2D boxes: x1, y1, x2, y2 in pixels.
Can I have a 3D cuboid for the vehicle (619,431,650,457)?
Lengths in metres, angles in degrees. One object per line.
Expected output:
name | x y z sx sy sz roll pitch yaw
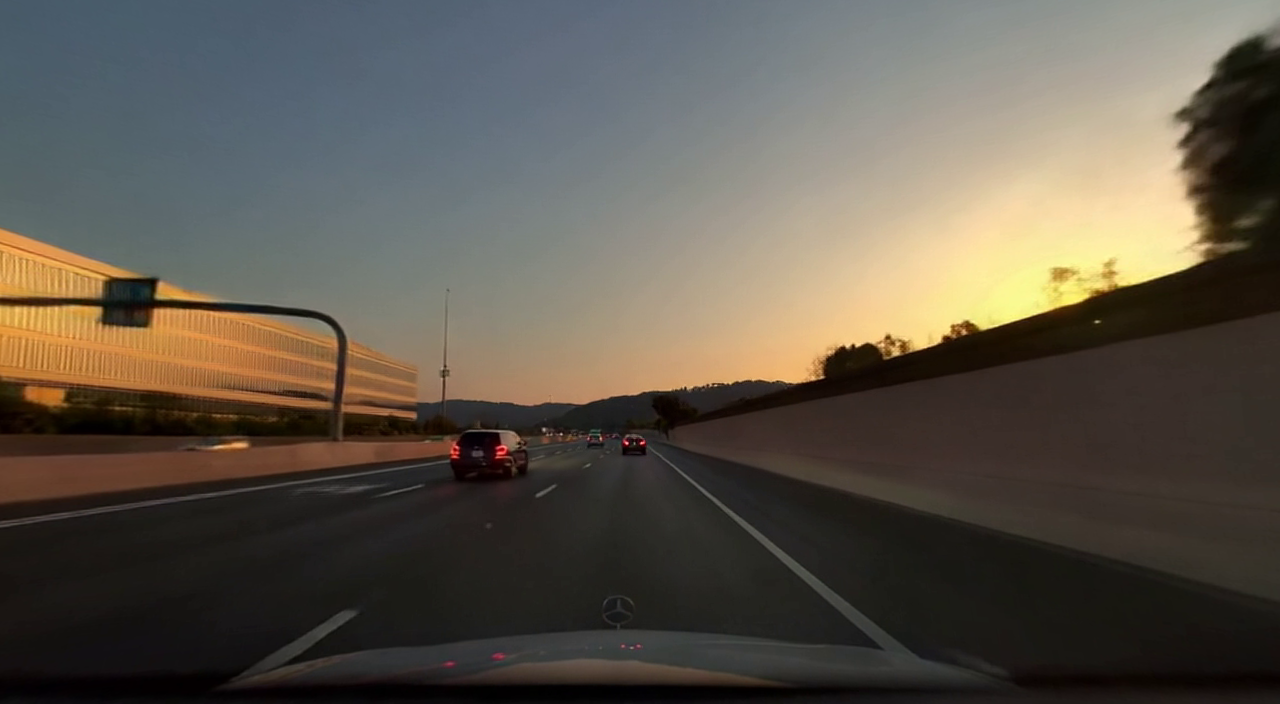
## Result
vehicle | -0.380 6.213 42.537 2.036 1.637 4.009 0 -8 -1

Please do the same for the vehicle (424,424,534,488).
vehicle | -4.495 2.962 18.332 2.036 1.612 4.510 0 -8 -1

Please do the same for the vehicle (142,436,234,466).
vehicle | -24.810 5.410 34.705 1.896 1.505 4.243 -1 -8 1
